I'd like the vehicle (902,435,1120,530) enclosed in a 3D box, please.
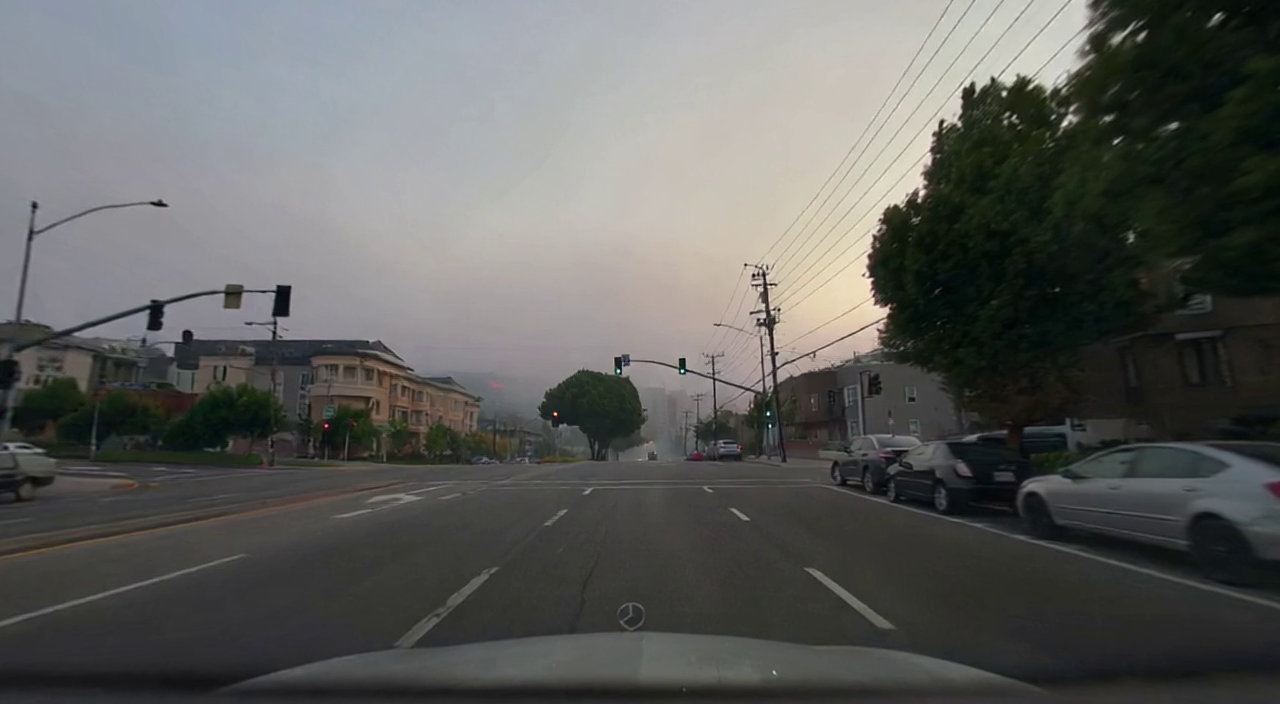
[{"bbox_3d":[6.831,2.411,12.213,1.796,1.512,4.016,0,-9,1],"label":"vehicle"}]

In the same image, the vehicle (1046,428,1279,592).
[{"bbox_3d":[6.869,1.622,6.890,1.848,1.499,4.562,0,-8,1],"label":"vehicle"}]

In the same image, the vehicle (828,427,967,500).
[{"bbox_3d":[6.939,3.044,17.608,1.988,1.740,4.498,0,-9,1],"label":"vehicle"}]
